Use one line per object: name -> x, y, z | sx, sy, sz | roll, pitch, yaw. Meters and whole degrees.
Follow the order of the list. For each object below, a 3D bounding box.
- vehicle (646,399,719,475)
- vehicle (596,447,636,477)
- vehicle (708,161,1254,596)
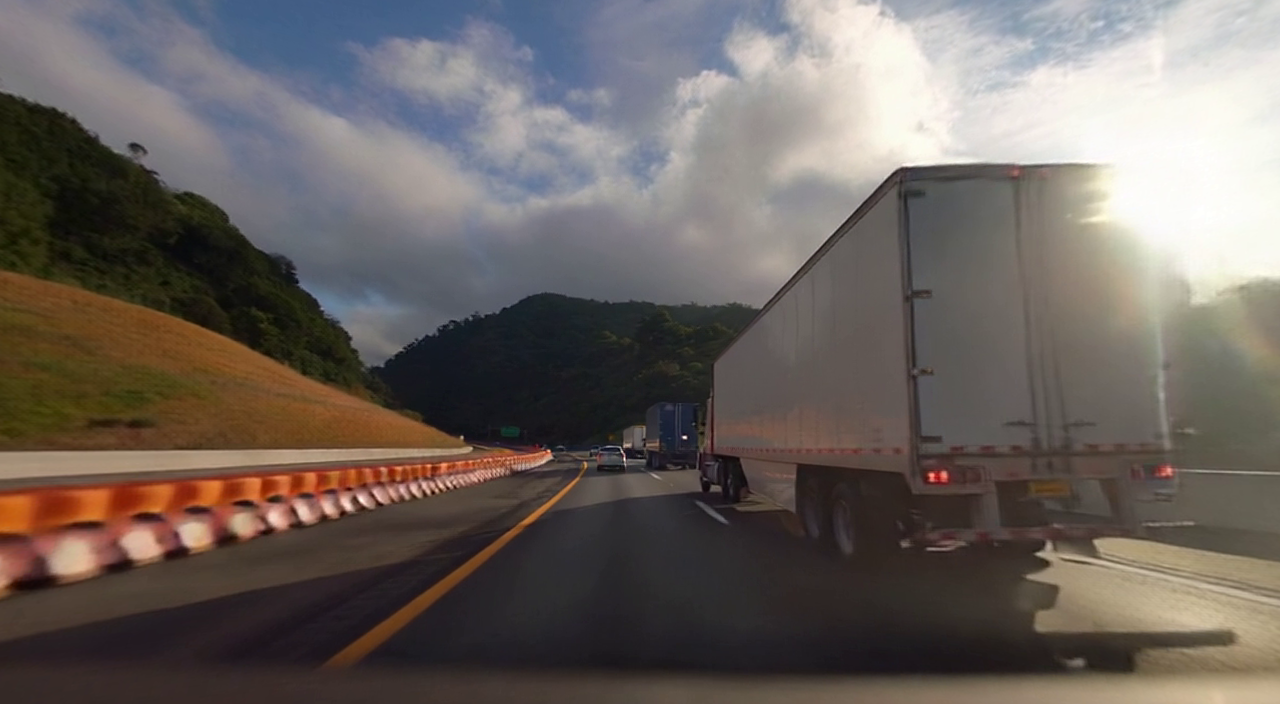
vehicle -> 2.329, 5.628, 40.791 | 2.826, 4.050, 13.845 | 1, -9, -4
vehicle -> -1.292, 5.803, 33.442 | 2.029, 1.437, 3.794 | 0, -9, -3
vehicle -> 3.875, 1.277, 13.160 | 2.911, 4.099, 14.578 | 0, -9, -2
